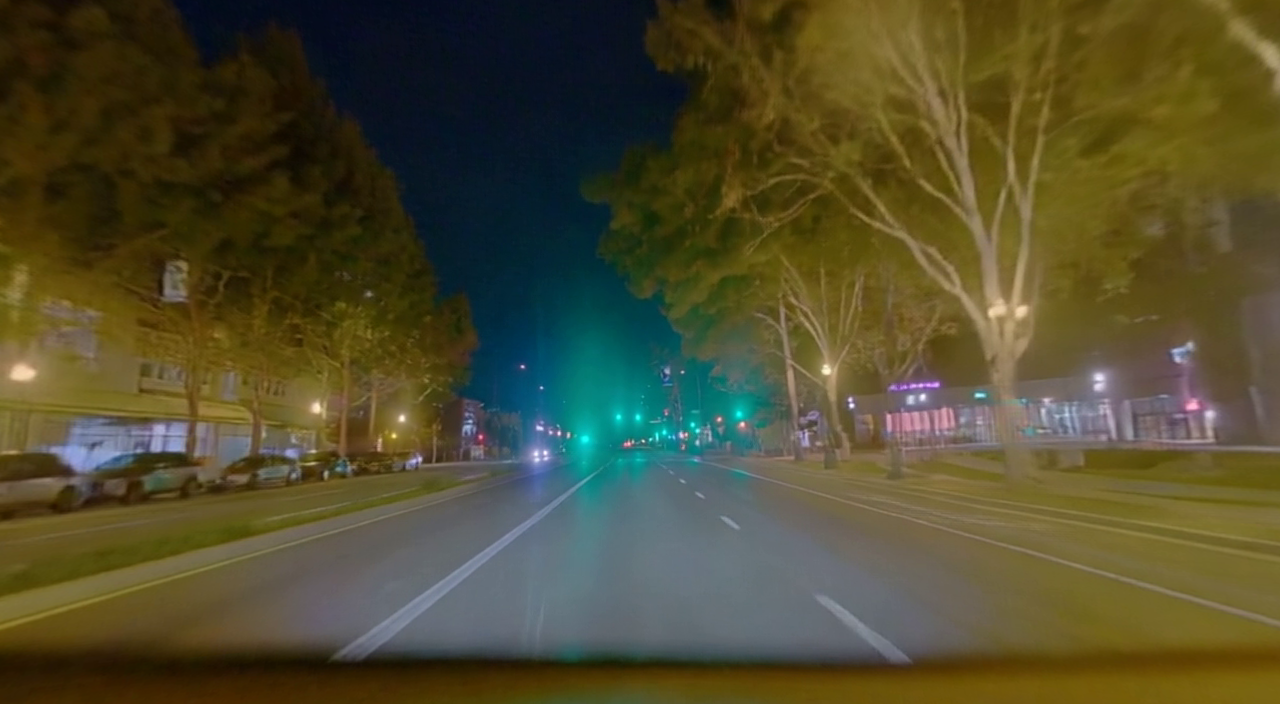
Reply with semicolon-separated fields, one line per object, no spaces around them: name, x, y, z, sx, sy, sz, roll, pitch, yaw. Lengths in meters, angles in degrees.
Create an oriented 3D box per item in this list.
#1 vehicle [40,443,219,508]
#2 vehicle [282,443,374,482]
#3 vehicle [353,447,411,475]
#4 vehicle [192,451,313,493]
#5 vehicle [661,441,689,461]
vehicle;-15.818;3.789;20.002;1.880;1.791;4.666;0;-8;-2
vehicle;-15.554;5.511;31.840;1.978;1.760;5.097;0;-8;0
vehicle;-15.751;6.615;38.719;1.831;1.599;4.080;0;-8;0
vehicle;-15.385;4.740;25.486;1.776;1.468;5.089;0;-8;-1
vehicle;2.725;7.772;49.664;1.945;1.490;3.817;0;-8;-1
